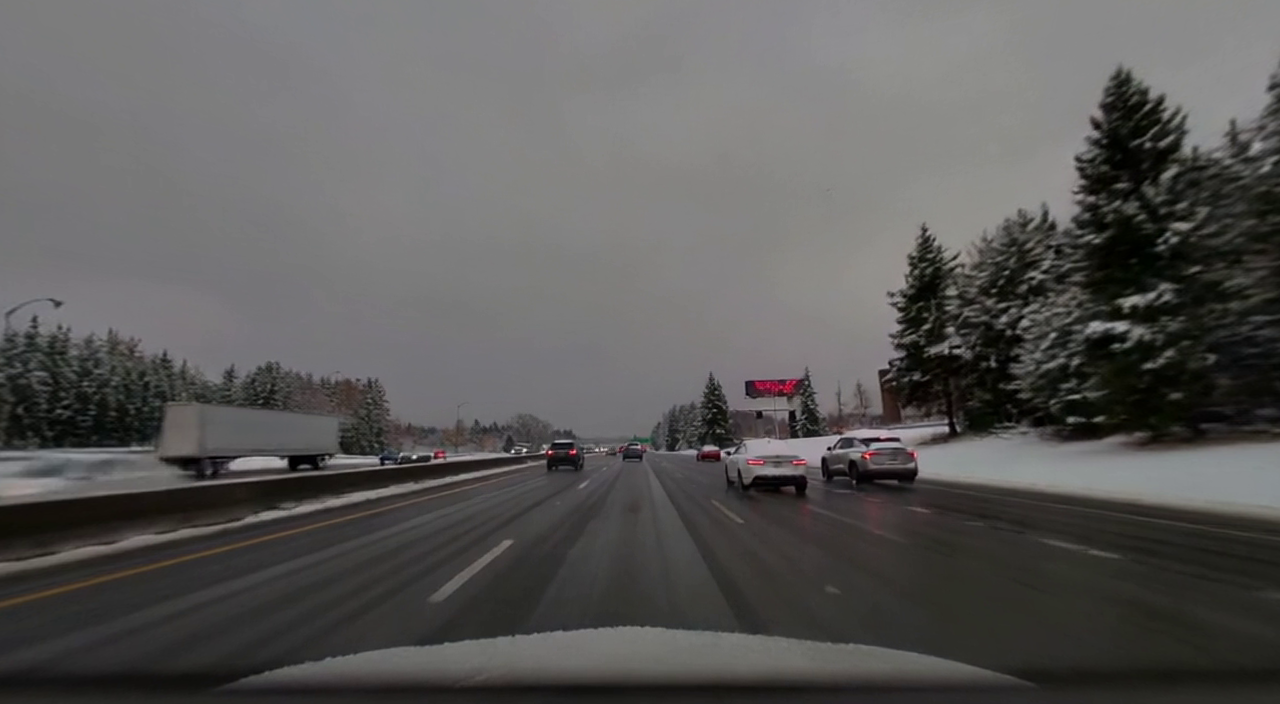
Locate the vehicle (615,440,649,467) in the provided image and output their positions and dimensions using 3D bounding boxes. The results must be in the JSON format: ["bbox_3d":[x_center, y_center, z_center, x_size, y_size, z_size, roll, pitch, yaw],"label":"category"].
[{"bbox_3d":[-0.525,6.771,42.269,2.191,1.685,4.015,0,-9,0],"label":"vehicle"}]

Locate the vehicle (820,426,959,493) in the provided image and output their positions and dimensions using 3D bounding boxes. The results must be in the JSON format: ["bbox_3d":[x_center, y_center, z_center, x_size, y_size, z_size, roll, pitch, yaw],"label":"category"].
[{"bbox_3d":[7.420,3.258,19.487,2.176,1.793,4.841,0,-9,-2],"label":"vehicle"}]

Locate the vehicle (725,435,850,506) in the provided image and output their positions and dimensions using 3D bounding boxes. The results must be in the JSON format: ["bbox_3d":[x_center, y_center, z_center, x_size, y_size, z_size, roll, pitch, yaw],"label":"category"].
[{"bbox_3d":[3.493,2.911,15.962,1.987,1.509,4.512,0,-9,-1],"label":"vehicle"}]

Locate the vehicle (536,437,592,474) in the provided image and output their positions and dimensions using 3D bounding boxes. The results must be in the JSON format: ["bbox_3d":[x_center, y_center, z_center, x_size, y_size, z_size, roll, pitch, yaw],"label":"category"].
[{"bbox_3d":[-3.791,5.293,32.520,2.256,1.756,4.745,0,-9,0],"label":"vehicle"}]

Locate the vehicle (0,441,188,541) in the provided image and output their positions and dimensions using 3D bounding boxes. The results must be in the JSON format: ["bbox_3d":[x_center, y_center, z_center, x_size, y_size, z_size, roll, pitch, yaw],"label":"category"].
[{"bbox_3d":[-10.871,2.404,11.420,1.960,1.528,4.643,0,-9,-1],"label":"vehicle"}]

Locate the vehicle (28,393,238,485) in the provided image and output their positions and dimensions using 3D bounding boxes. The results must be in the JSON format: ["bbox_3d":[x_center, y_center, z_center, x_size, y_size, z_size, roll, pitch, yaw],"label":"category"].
[{"bbox_3d":[-25.955,4.621,33.348,3.387,4.158,9.190,0,-9,-1],"label":"vehicle"}]
